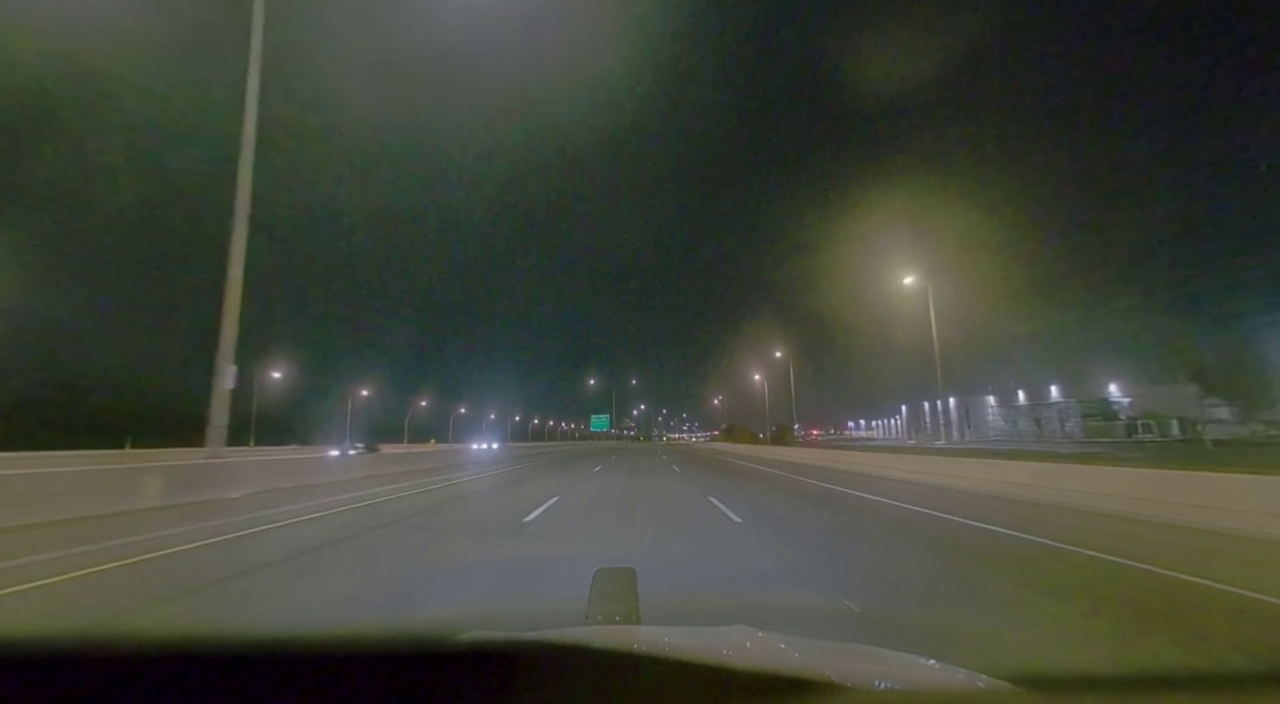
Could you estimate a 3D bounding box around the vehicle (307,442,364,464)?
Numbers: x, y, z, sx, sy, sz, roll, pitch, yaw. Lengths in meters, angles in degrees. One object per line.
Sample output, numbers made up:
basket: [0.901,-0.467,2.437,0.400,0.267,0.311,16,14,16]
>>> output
vehicle: [-22.824,7.579,47.483,1.878,1.526,4.733,0,-8,1]
